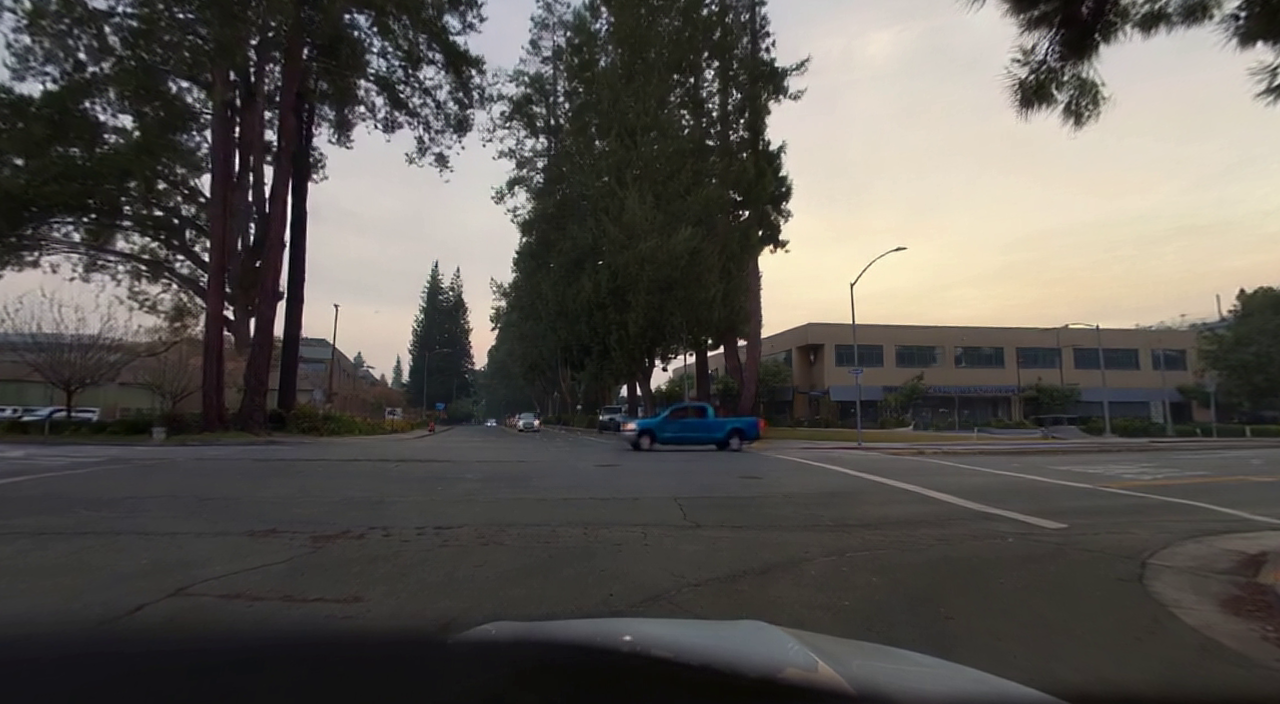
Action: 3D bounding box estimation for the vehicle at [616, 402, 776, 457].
[{"bbox_3d":[1.989,2.834,22.754,5.333,1.837,2.124,2,-9,-17],"label":"vehicle"}]

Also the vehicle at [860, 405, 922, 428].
[{"bbox_3d":[18.350,4.741,45.842,4.674,1.483,1.745,5,-10,-33],"label":"vehicle"}]
